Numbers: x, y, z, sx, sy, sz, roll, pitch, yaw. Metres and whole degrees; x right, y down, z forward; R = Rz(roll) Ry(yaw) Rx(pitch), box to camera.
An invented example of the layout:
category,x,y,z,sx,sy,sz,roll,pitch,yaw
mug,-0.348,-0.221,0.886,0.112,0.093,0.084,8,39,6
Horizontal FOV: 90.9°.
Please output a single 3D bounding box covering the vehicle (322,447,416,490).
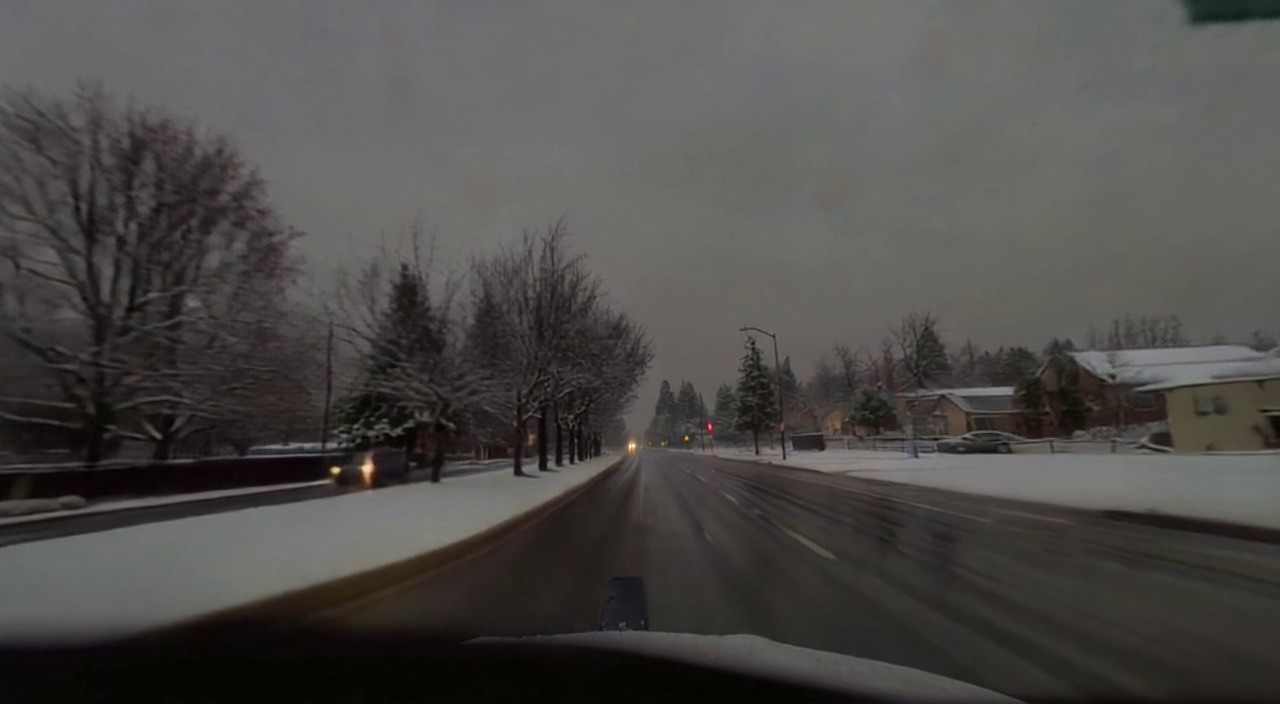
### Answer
category,x,y,z,sx,sy,sz,roll,pitch,yaw
vehicle,-12.188,5.234,28.747,2.010,1.733,4.868,-1,-8,2
